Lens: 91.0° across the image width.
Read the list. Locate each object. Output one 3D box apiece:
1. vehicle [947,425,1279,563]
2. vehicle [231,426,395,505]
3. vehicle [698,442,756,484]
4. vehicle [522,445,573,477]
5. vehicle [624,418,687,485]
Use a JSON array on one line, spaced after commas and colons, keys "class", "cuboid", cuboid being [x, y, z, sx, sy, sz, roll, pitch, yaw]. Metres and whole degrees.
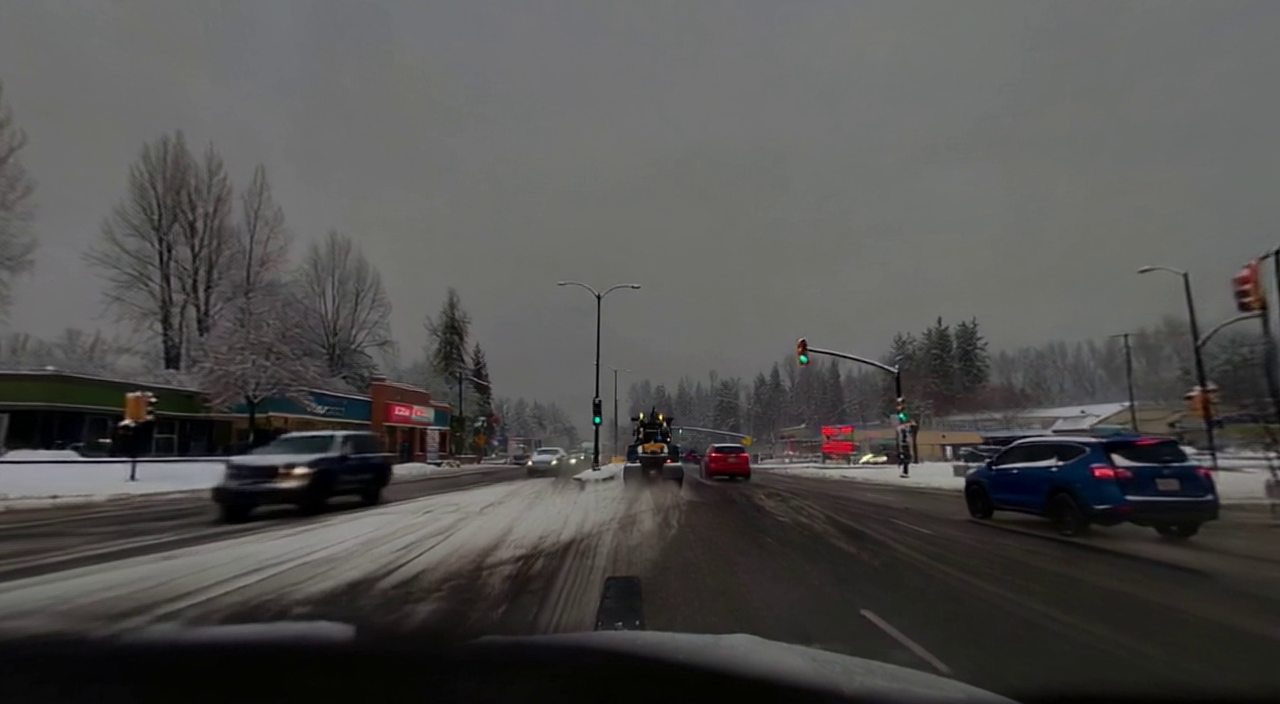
[{"class": "vehicle", "cuboid": [7.050, 2.092, 10.094, 1.982, 1.698, 4.408, 0, -8, 0]}, {"class": "vehicle", "cuboid": [-8.712, 3.055, 17.387, 2.020, 1.864, 4.634, 0, -8, 0]}, {"class": "vehicle", "cuboid": [3.855, 4.990, 28.677, 2.025, 1.754, 4.311, 0, -9, 0]}, {"class": "vehicle", "cuboid": [-4.624, 5.513, 32.066, 2.001, 1.518, 4.316, 0, -8, -1]}, {"class": "vehicle", "cuboid": [0.547, 4.502, 28.775, 2.566, 2.705, 6.350, 0, -8, -1]}]
